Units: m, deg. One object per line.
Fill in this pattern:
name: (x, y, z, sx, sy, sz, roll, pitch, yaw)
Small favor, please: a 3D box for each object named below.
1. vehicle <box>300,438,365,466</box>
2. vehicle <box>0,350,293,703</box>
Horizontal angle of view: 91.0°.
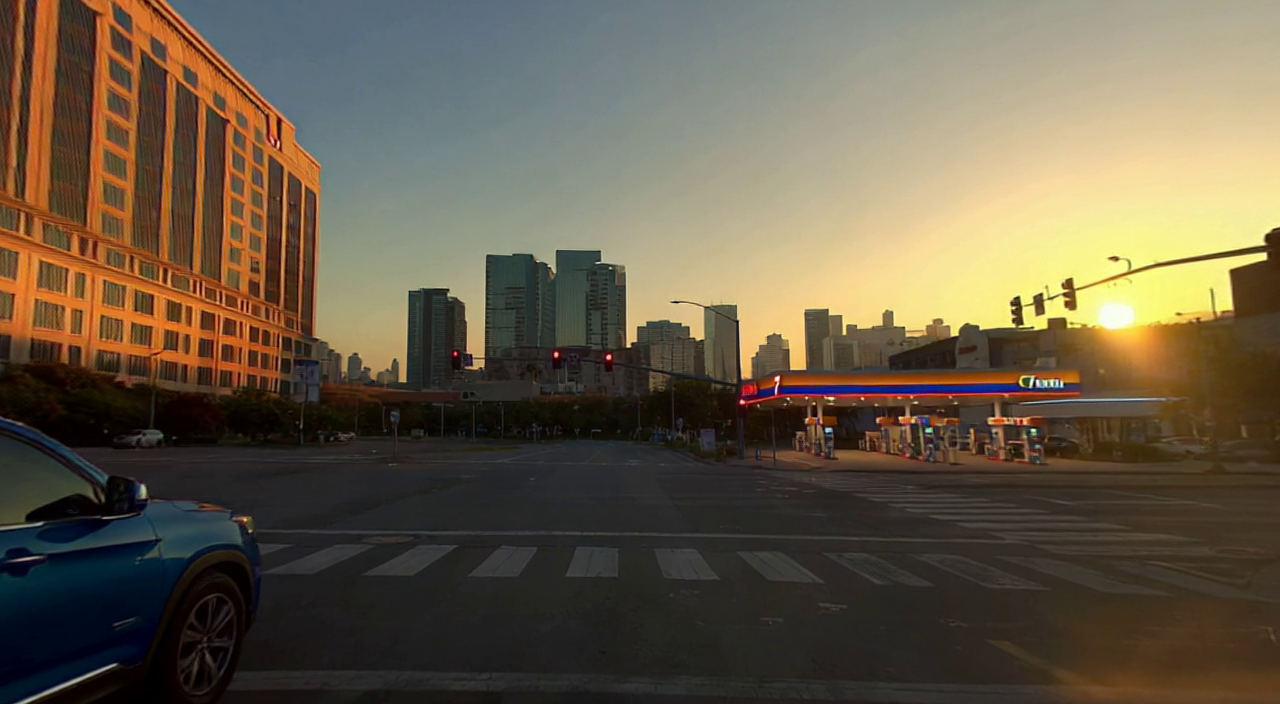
vehicle: (-20.468, 6.682, 42.158, 2.004, 1.699, 4.486, 0, -9, 1)
vehicle: (-3.426, 0.800, 2.047, 2.053, 1.690, 4.364, 0, -9, 0)
